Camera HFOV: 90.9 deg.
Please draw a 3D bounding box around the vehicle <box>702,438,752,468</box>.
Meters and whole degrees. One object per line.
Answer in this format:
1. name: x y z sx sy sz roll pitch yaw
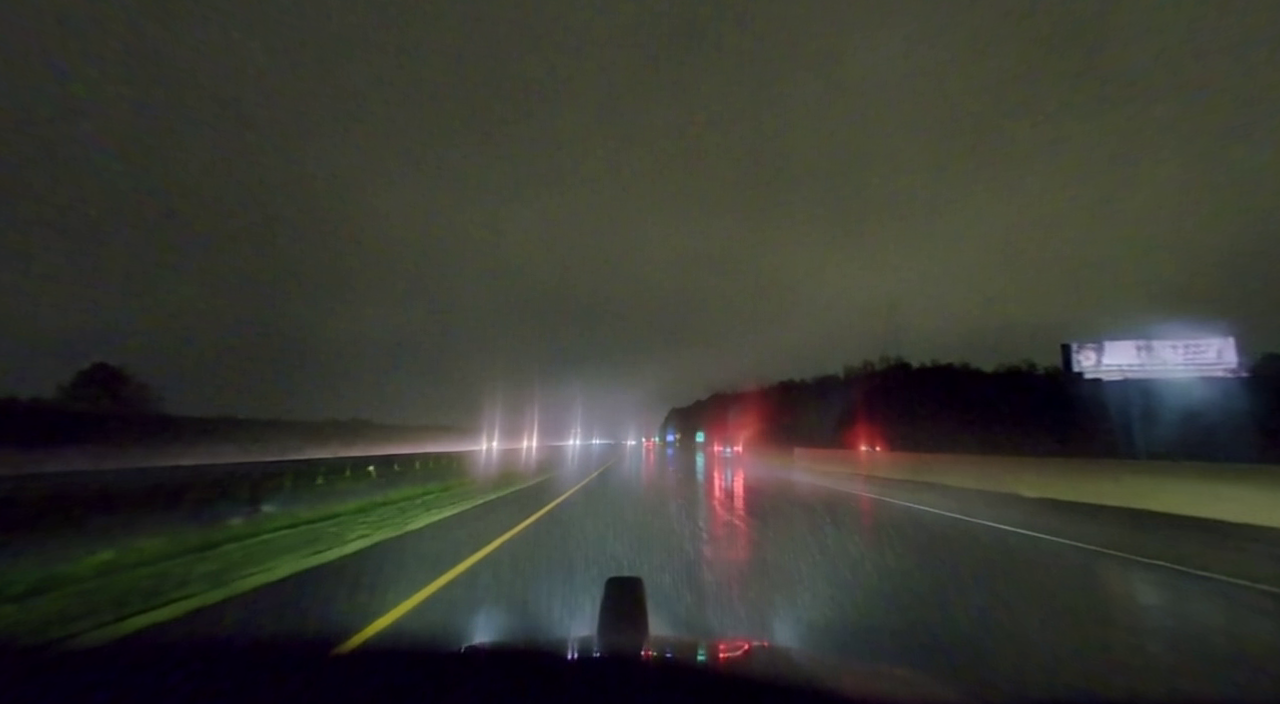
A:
1. vehicle: 4.616 5.423 34.124 2.012 1.476 4.256 0 -8 -1
